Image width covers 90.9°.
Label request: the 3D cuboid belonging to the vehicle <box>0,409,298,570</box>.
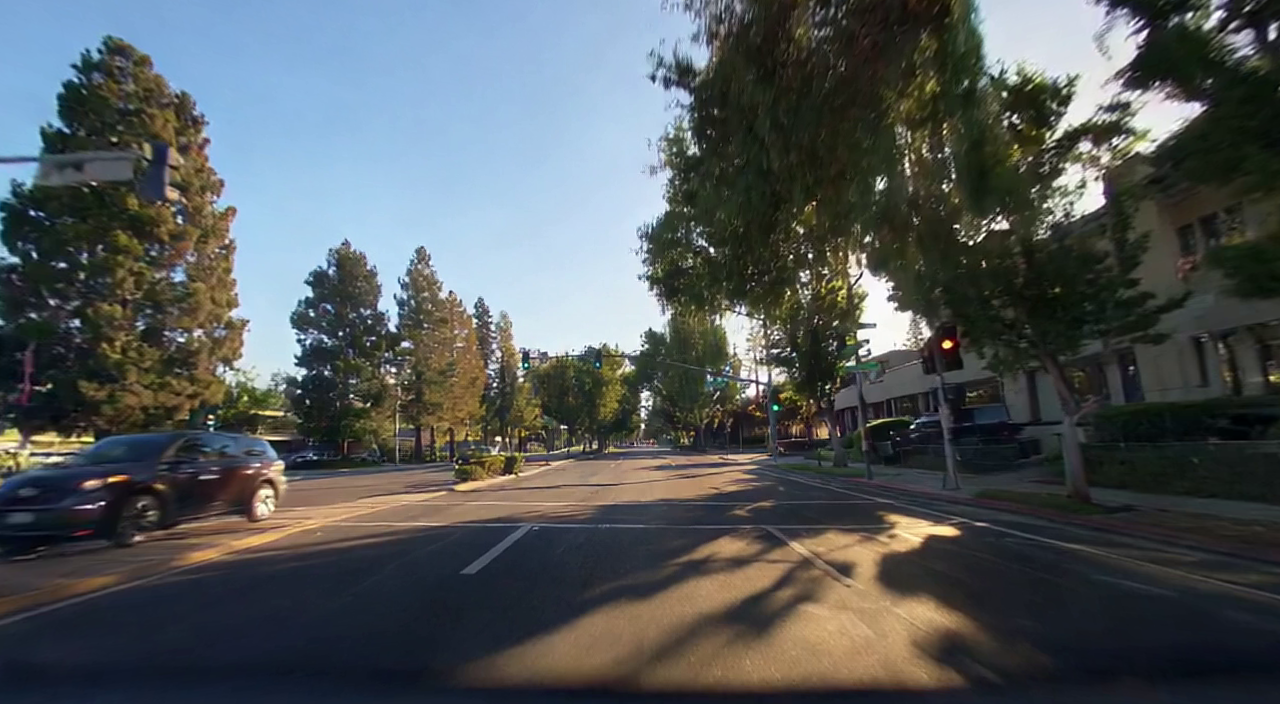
[{"bbox_3d":[-7.270,1.827,9.146,2.047,1.734,4.429,0,-8,1],"label":"vehicle"}]
